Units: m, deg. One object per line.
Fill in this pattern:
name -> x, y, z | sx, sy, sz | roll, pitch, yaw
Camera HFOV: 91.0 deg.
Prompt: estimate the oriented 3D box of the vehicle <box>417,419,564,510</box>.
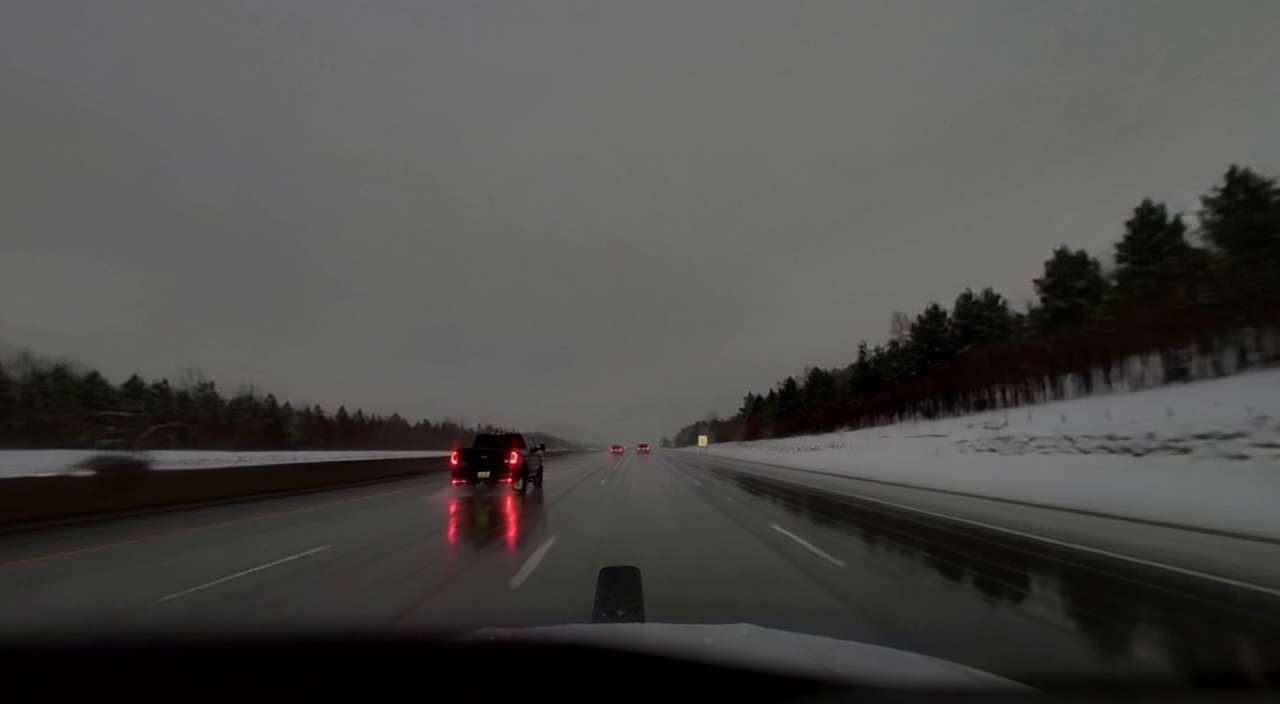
vehicle -> -3.544, 2.828, 16.331 | 2.379, 1.918, 5.504 | 0, -8, 1
